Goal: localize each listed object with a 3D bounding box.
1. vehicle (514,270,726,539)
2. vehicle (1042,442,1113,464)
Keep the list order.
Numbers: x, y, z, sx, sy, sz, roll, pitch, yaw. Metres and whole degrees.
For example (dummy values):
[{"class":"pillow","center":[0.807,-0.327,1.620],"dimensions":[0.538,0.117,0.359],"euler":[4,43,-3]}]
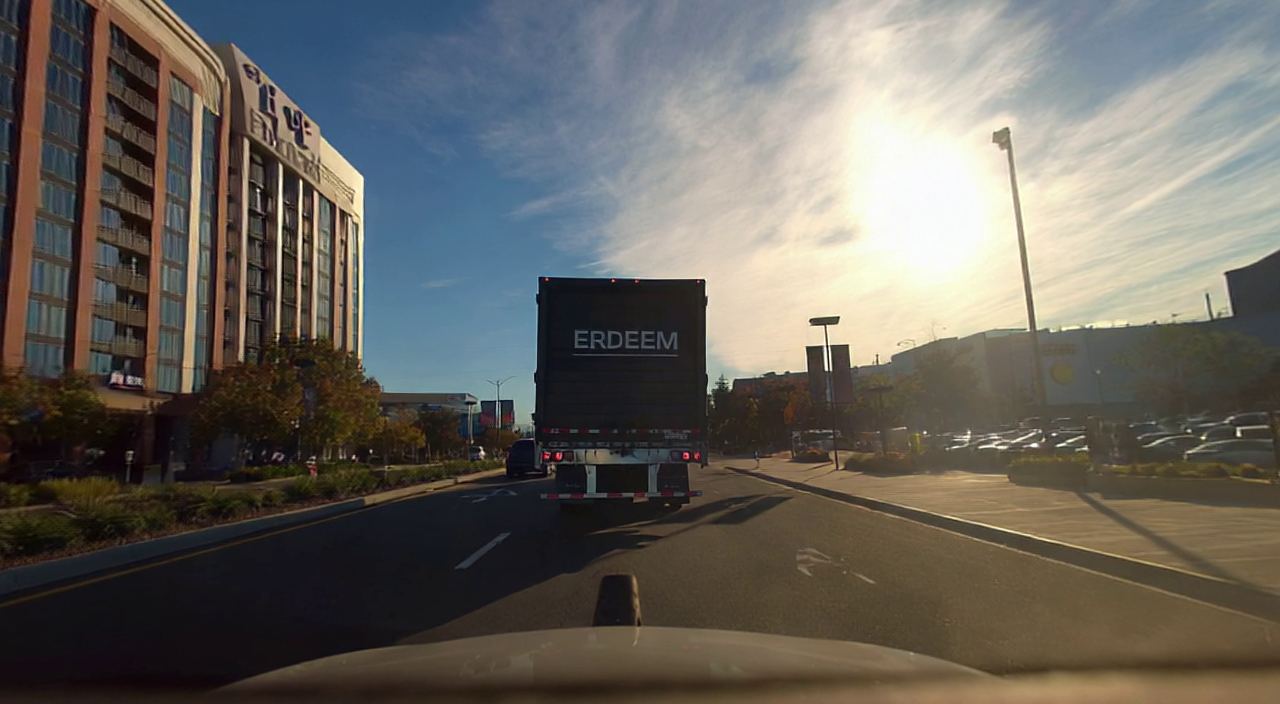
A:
[{"class":"vehicle","center":[-0.183,1.307,13.389],"dimensions":[2.876,3.724,9.351],"euler":[-1,-8,1]},{"class":"vehicle","center":[31.374,7.216,45.144],"dimensions":[1.652,1.423,3.797],"euler":[5,-9,-35]}]
